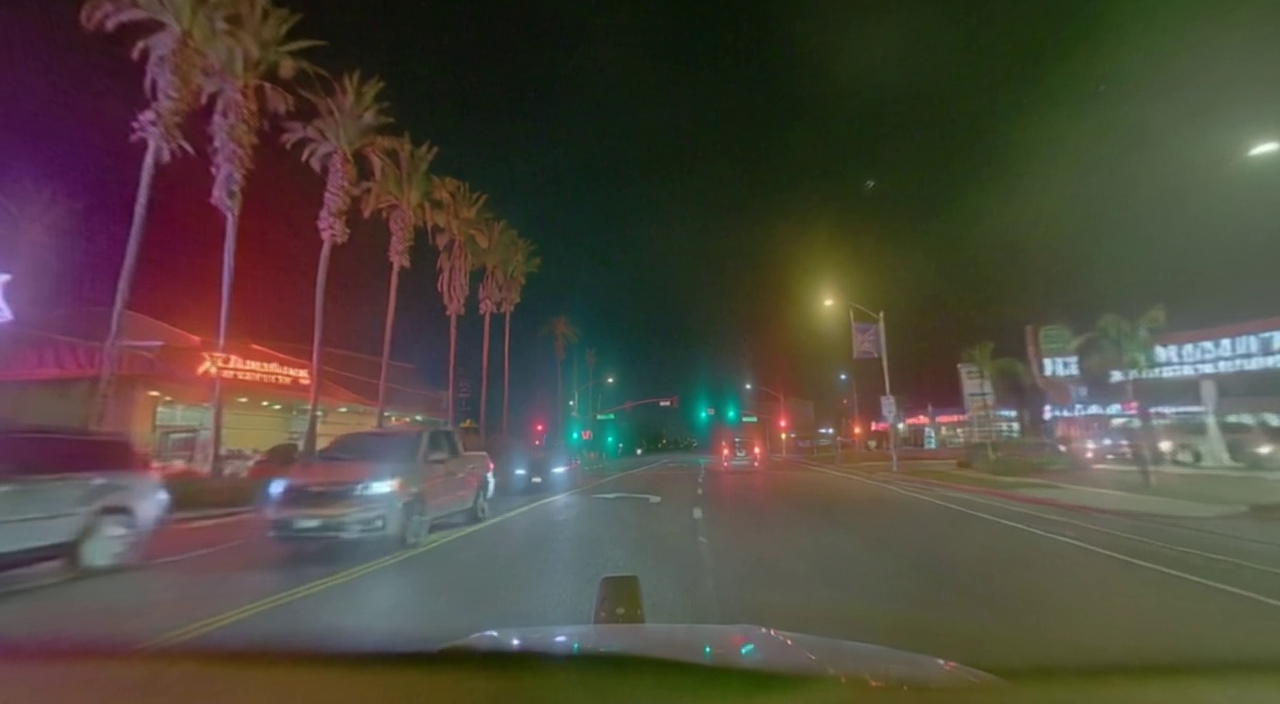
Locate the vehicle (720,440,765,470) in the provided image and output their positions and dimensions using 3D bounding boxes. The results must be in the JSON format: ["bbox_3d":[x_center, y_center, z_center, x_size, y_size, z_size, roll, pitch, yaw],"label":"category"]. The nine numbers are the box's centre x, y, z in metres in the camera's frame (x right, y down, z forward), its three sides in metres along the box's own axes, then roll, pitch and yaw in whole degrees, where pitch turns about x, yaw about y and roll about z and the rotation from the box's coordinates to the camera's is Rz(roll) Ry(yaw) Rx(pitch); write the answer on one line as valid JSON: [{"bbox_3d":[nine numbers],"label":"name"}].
[{"bbox_3d":[5.438,5.510,33.851,2.065,1.507,4.225,-1,-9,6],"label":"vehicle"}]

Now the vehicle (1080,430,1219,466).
[{"bbox_3d":[24.215,4.574,30.146,2.028,1.556,4.625,4,-9,-26],"label":"vehicle"}]

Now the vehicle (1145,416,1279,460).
[{"bbox_3d":[27.703,4.129,30.017,2.308,1.868,4.999,4,-9,-23],"label":"vehicle"}]

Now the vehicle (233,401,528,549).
[{"bbox_3d":[-4.103,2.109,11.518,2.551,1.995,5.615,-1,-9,6],"label":"vehicle"}]

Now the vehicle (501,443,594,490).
[{"bbox_3d":[-3.133,4.008,22.498,2.090,1.489,4.909,-1,-9,6],"label":"vehicle"}]

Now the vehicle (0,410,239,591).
[{"bbox_3d":[-8.174,1.727,7.556,2.328,1.976,5.915,-1,-9,7],"label":"vehicle"}]
